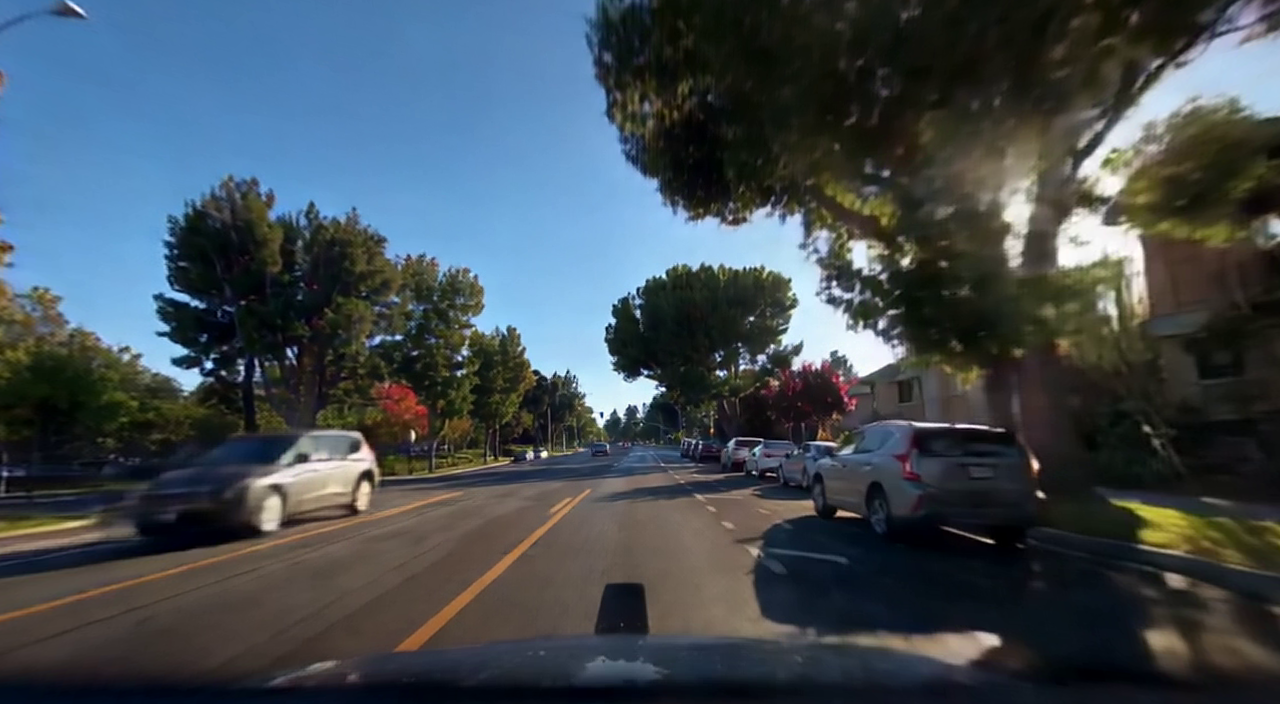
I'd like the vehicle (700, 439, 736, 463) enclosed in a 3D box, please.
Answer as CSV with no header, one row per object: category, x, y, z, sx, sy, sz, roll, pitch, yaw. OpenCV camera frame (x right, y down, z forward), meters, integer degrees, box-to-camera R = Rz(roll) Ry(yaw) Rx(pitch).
vehicle,5.291,6.779,43.331,1.837,1.532,3.886,0,-8,-2

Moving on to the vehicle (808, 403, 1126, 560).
vehicle,4.244,1.761,9.287,2.272,1.744,4.324,0,-8,-1

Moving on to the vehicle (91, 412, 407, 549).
vehicle,-6.670,2.269,12.042,2.105,1.919,6.049,0,-8,1
